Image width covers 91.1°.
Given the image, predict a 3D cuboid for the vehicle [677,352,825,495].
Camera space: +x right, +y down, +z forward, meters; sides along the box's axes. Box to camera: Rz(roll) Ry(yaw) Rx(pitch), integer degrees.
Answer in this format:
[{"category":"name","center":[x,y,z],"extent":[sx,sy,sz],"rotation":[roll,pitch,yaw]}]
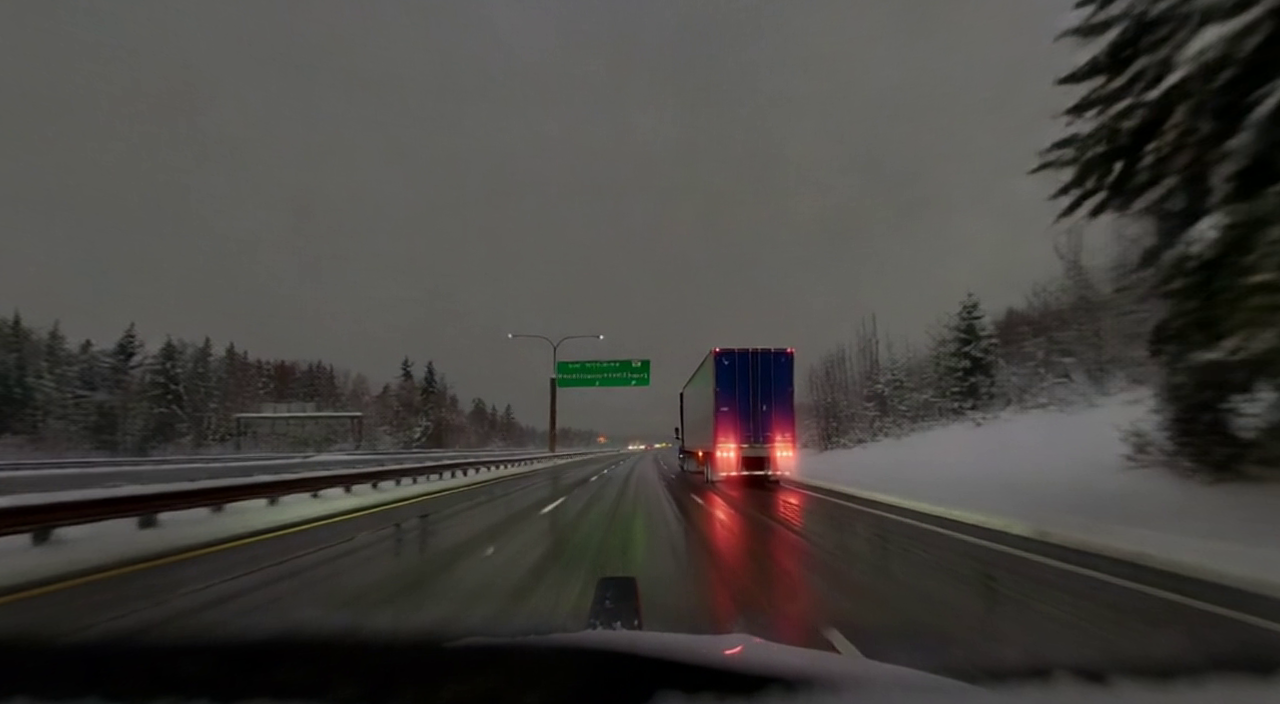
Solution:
[{"category":"vehicle","center":[3.531,3.091,24.926],"extent":[3.244,4.020,14.561],"rotation":[0,-9,0]}]
